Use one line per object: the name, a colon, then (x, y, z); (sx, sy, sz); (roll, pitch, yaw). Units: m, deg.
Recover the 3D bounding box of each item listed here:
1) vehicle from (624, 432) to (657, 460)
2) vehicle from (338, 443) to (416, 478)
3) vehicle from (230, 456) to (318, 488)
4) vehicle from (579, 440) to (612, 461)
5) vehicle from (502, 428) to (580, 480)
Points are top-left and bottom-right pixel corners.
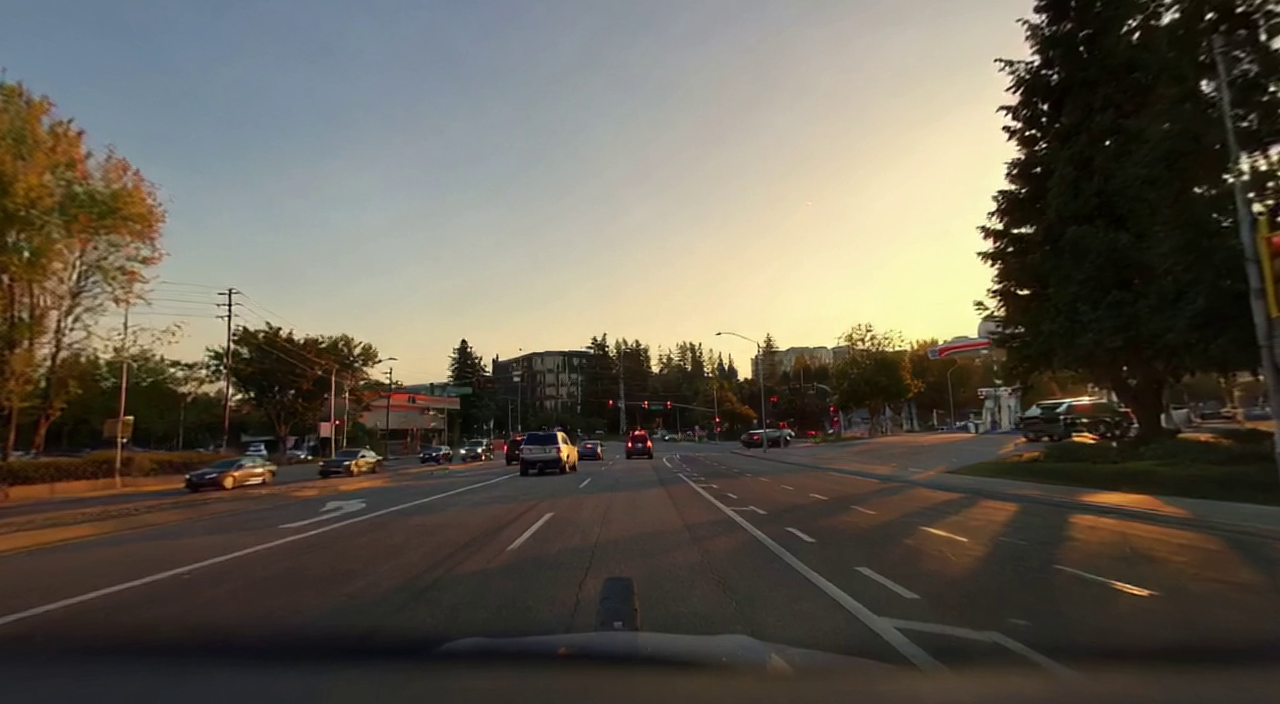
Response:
vehicle: (0.092, 6.616, 44.478); (2.224, 1.819, 5.005); (0, -9, 1)
vehicle: (-13.450, 5.571, 32.679); (1.981, 1.671, 4.598); (0, -9, 1)
vehicle: (-16.968, 5.566, 29.516); (1.765, 1.310, 3.824); (0, -9, 0)
vehicle: (-3.085, 6.974, 44.835); (1.881, 1.424, 4.098); (0, -9, 2)
vehicle: (-3.506, 3.751, 23.293); (2.096, 1.718, 4.266); (0, -9, 1)
